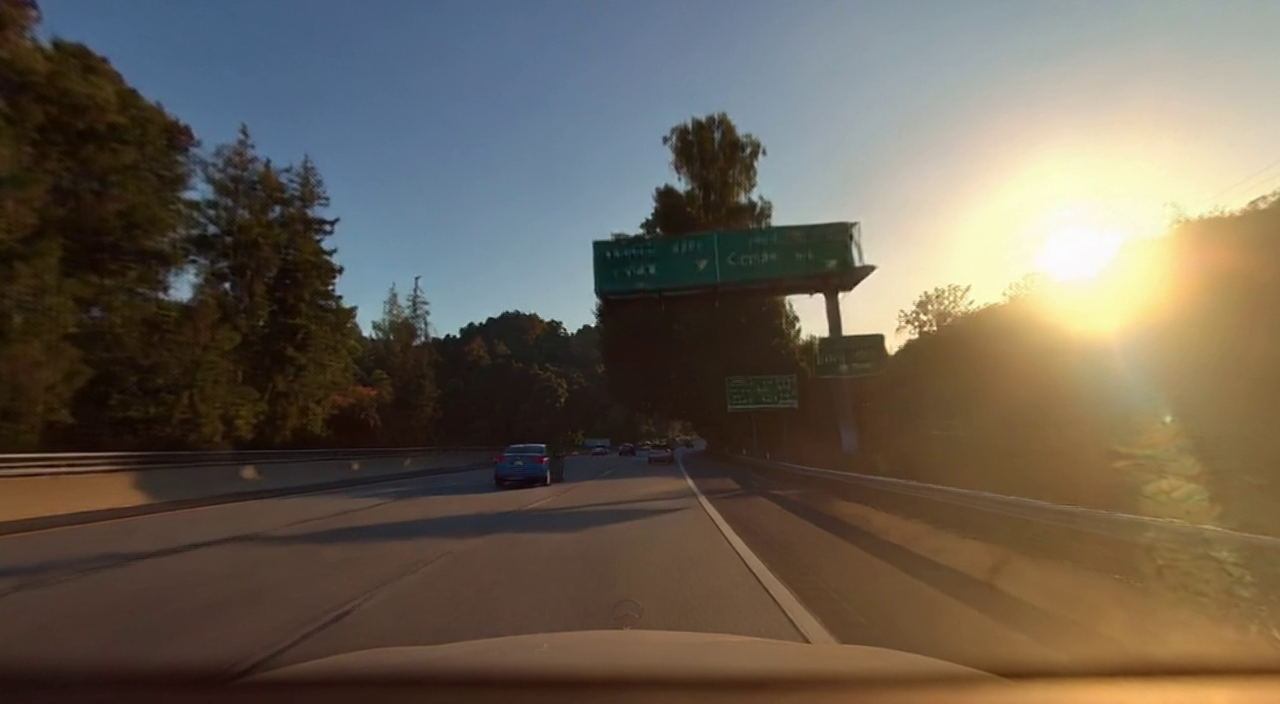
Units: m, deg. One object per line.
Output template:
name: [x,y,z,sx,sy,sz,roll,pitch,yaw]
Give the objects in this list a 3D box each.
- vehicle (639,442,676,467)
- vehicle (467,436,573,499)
vehicle: [1.141,6.311,39.078,2.113,1.464,4.073,0,-8,3]
vehicle: [-3.201,3.181,17.880,2.024,1.531,4.431,0,-8,1]
